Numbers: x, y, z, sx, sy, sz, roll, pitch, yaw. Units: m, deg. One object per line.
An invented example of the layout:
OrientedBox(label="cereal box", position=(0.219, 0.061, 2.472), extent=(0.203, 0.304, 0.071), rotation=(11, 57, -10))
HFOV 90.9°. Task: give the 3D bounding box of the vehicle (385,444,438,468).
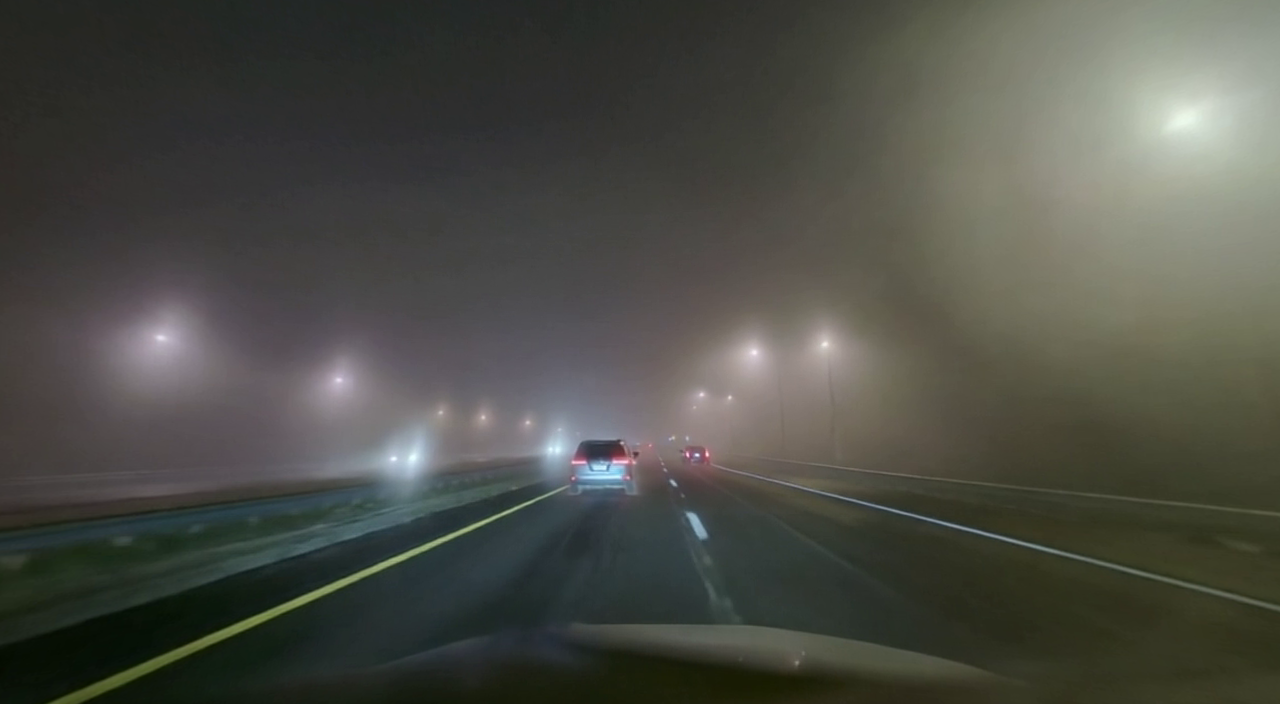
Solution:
OrientedBox(label="vehicle", position=(-17.859, 8.144, 49.612), extent=(2.248, 1.820, 4.877), rotation=(-1, -8, 1))

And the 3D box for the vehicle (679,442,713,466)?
OrientedBox(label="vehicle", position=(3.952, 7.285, 45.064), extent=(2.073, 1.621, 3.993), rotation=(0, -8, 0))

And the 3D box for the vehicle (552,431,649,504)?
OrientedBox(label="vehicle", position=(-0.906, 3.061, 17.114), extent=(2.143, 1.693, 4.513), rotation=(-1, -8, 2))
